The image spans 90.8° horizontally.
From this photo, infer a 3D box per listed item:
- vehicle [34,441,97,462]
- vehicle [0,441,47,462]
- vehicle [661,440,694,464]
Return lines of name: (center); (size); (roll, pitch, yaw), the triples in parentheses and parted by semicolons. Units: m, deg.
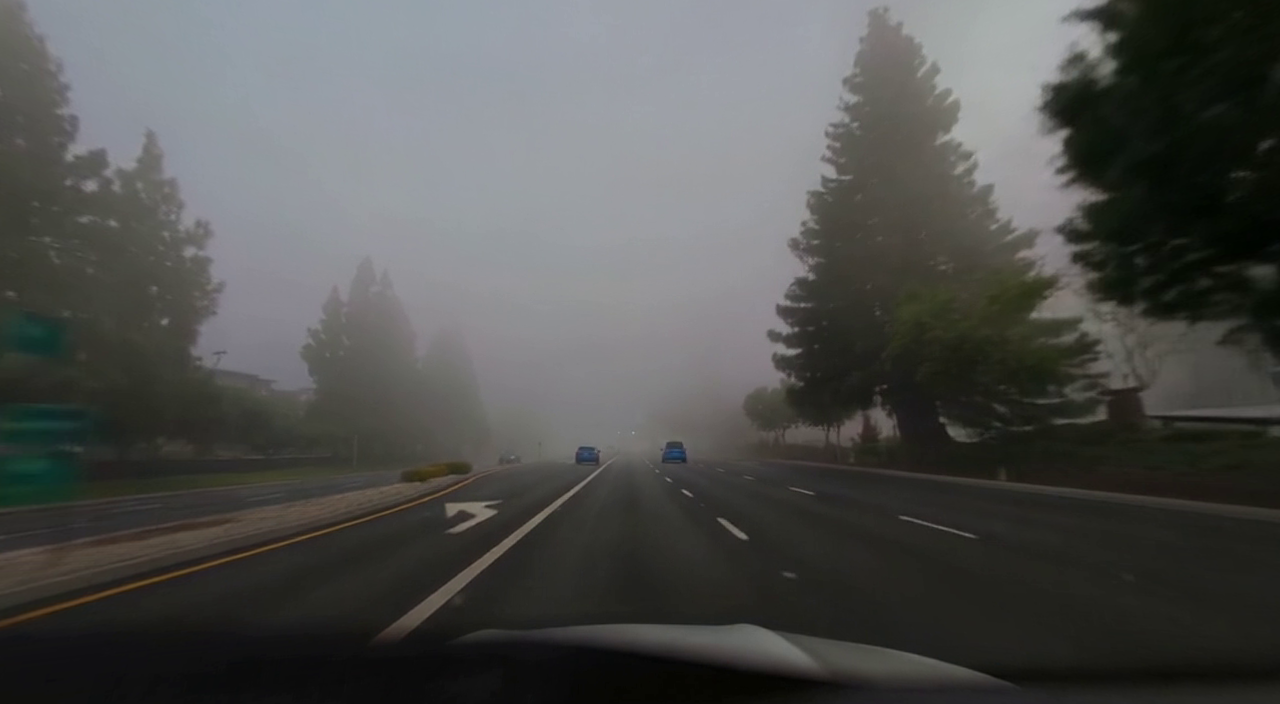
vehicle: (-45.117, 7.833, 49.613); (3.379, 1.375, 1.601); (-4, -9, -1)
vehicle: (-44.604, 6.943, 44.128); (4.295, 1.423, 1.971); (0, -8, 1)
vehicle: (2.813, 7.553, 47.961); (2.072, 1.696, 4.177); (0, -8, -2)
